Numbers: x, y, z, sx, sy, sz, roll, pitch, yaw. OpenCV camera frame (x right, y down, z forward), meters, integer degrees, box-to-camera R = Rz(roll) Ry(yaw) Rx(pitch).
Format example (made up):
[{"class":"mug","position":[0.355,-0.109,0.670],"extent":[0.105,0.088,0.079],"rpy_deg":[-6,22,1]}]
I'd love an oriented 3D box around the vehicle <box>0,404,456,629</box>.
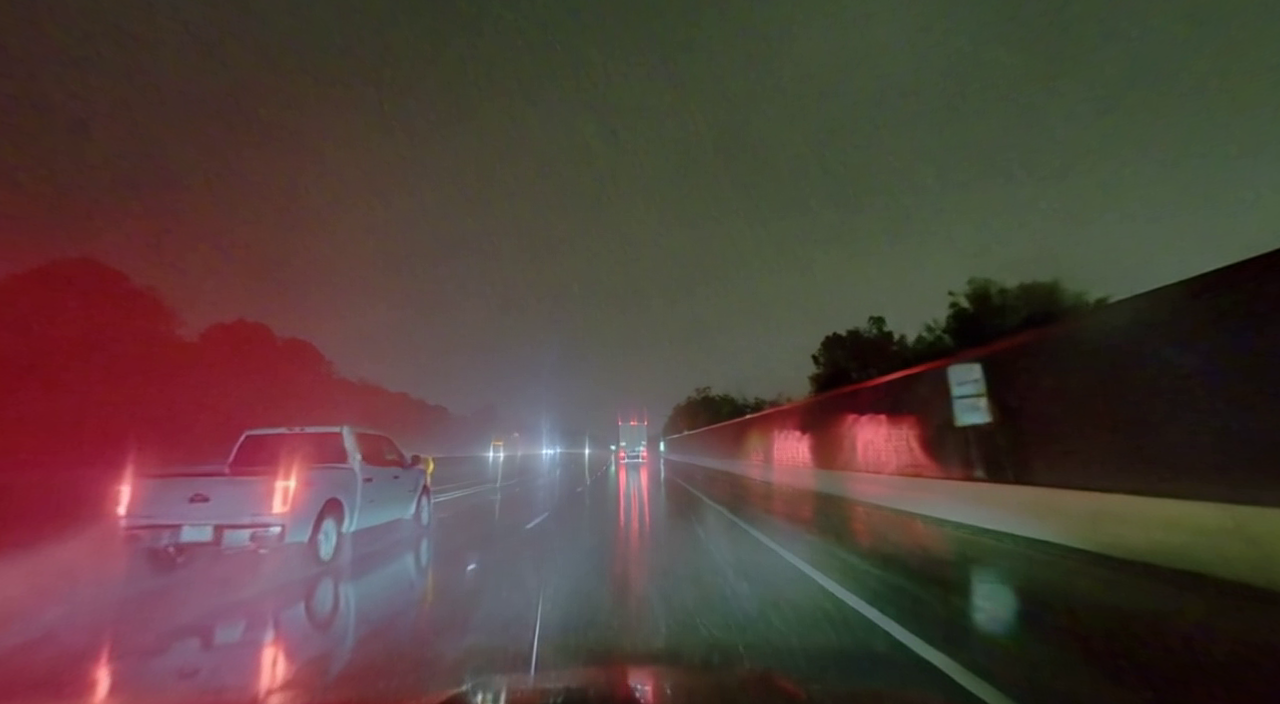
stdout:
[{"class":"vehicle","position":[-3.868,1.589,7.095],"extent":[2.181,1.653,4.691],"rpy_deg":[0,-9,-1]}]

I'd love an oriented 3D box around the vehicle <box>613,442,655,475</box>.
[{"class":"vehicle","position":[-0.390,6.030,35.565],"extent":[2.230,1.715,4.243],"rpy_deg":[0,-9,-1]}]
